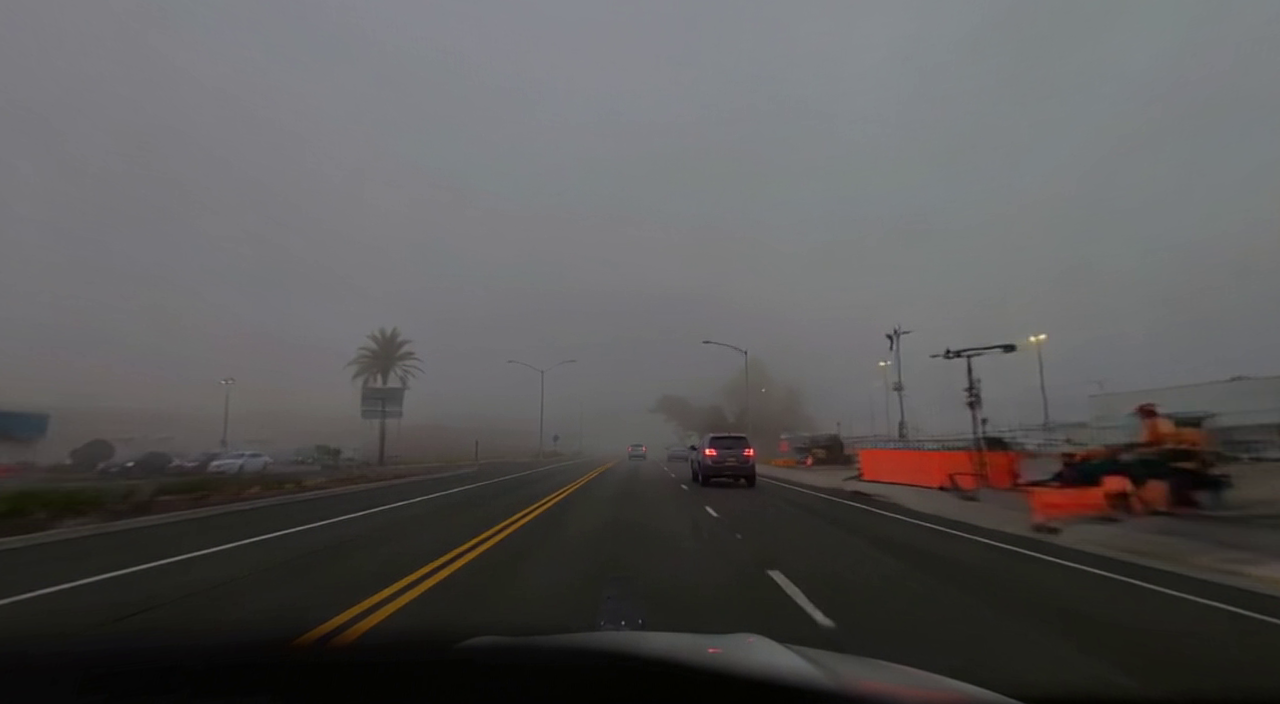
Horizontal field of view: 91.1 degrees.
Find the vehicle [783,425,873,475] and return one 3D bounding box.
[{"bbox_3d":[10.805,5.726,37.048,2.799,2.593,7.710,-1,-8,-1],"label":"vehicle"}]

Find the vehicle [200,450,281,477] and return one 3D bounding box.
[{"bbox_3d":[-24.877,6.937,39.338,1.911,1.489,4.779,0,-8,0],"label":"vehicle"}]

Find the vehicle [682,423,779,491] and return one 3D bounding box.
[{"bbox_3d":[2.849,3.520,21.335,2.386,1.970,5.665,0,-8,-1],"label":"vehicle"}]

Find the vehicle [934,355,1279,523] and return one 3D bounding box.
[{"bbox_3d":[11.921,2.444,17.528,3.086,3.442,9.030,0,-8,1],"label":"vehicle"}]

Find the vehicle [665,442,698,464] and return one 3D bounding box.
[{"bbox_3d":[3.029,7.541,46.978,2.148,1.562,4.642,0,-8,0],"label":"vehicle"}]
